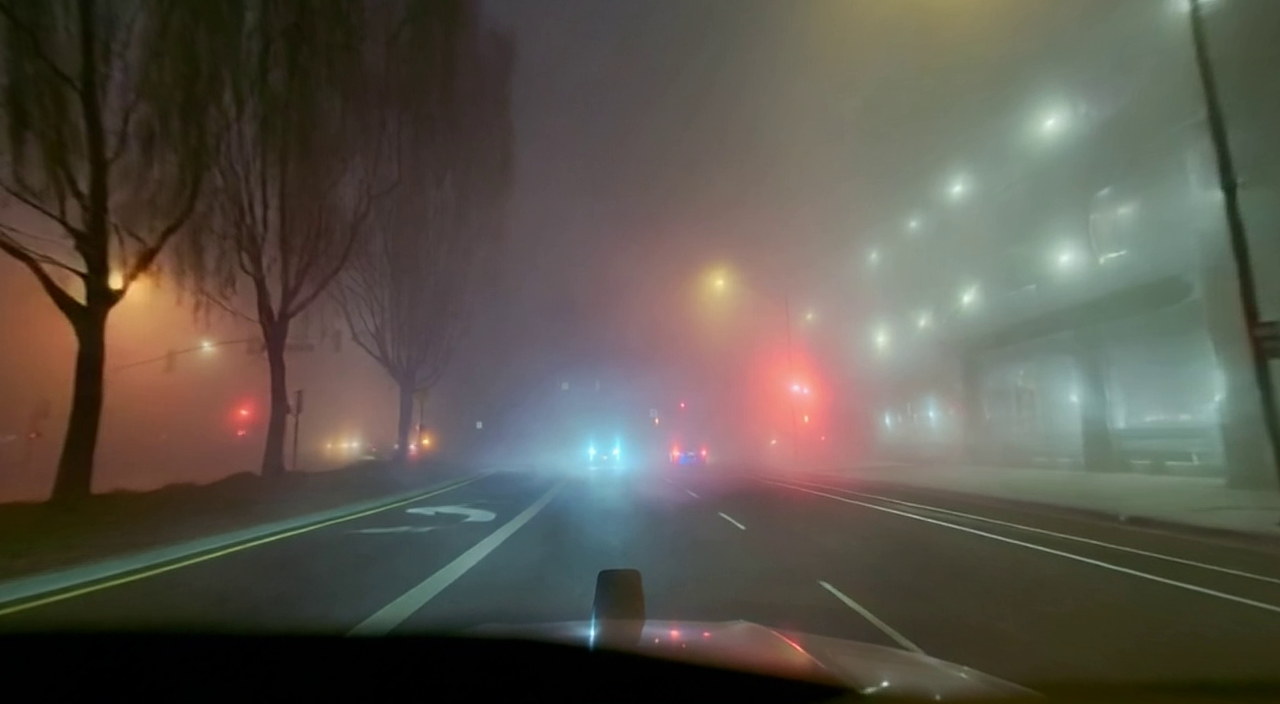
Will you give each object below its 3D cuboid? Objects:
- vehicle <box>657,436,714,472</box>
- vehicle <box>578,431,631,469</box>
[{"bbox_3d":[1.957,4.609,28.698,1.918,1.479,4.468,0,-9,-4],"label":"vehicle"},{"bbox_3d":[-1.790,4.735,30.583,2.317,1.713,4.231,1,-9,-6],"label":"vehicle"}]
